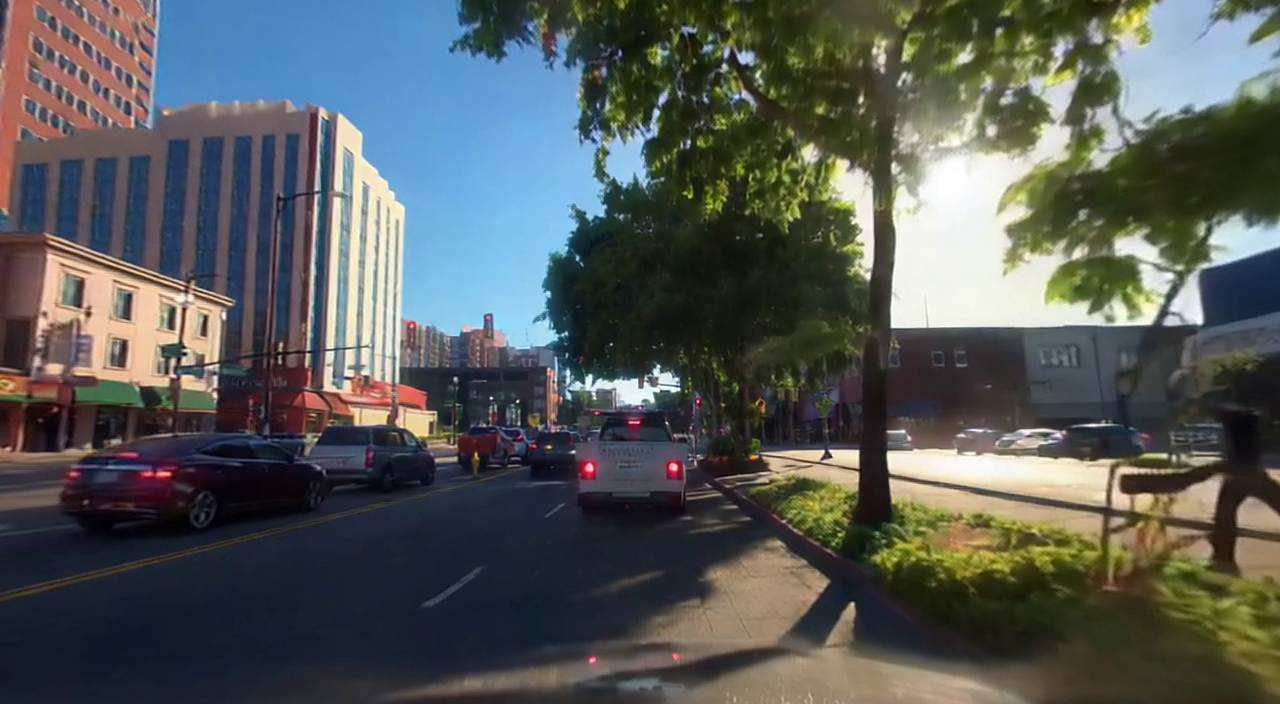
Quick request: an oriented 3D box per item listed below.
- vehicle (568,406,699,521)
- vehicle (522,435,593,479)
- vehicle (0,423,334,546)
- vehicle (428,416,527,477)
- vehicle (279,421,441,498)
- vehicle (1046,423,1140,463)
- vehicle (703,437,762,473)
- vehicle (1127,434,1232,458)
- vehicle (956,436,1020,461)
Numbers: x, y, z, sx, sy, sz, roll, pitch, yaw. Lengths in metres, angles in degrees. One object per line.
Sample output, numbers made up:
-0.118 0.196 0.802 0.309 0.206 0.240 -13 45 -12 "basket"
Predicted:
-0.098 2.083 12.208 2.064 1.817 4.298 0 -8 0 "vehicle"
-2.950 3.844 23.331 1.894 1.461 4.080 0 -8 3 "vehicle"
-6.800 1.917 9.806 1.831 1.451 4.382 0 -8 0 "vehicle"
-6.106 3.649 24.306 2.496 2.112 4.351 0 -8 2 "vehicle"
-6.845 2.683 16.078 1.941 1.655 4.503 0 -8 2 "vehicle"
19.847 3.977 27.589 4.156 1.622 1.924 6 -10 -34 "vehicle"
3.900 4.426 27.317 2.023 1.441 4.240 0 -8 2 "vehicle"
29.982 5.232 35.123 4.176 1.313 1.719 0 -8 3 "vehicle"
20.804 5.760 37.678 3.836 1.443 1.694 5 -10 -34 "vehicle"
